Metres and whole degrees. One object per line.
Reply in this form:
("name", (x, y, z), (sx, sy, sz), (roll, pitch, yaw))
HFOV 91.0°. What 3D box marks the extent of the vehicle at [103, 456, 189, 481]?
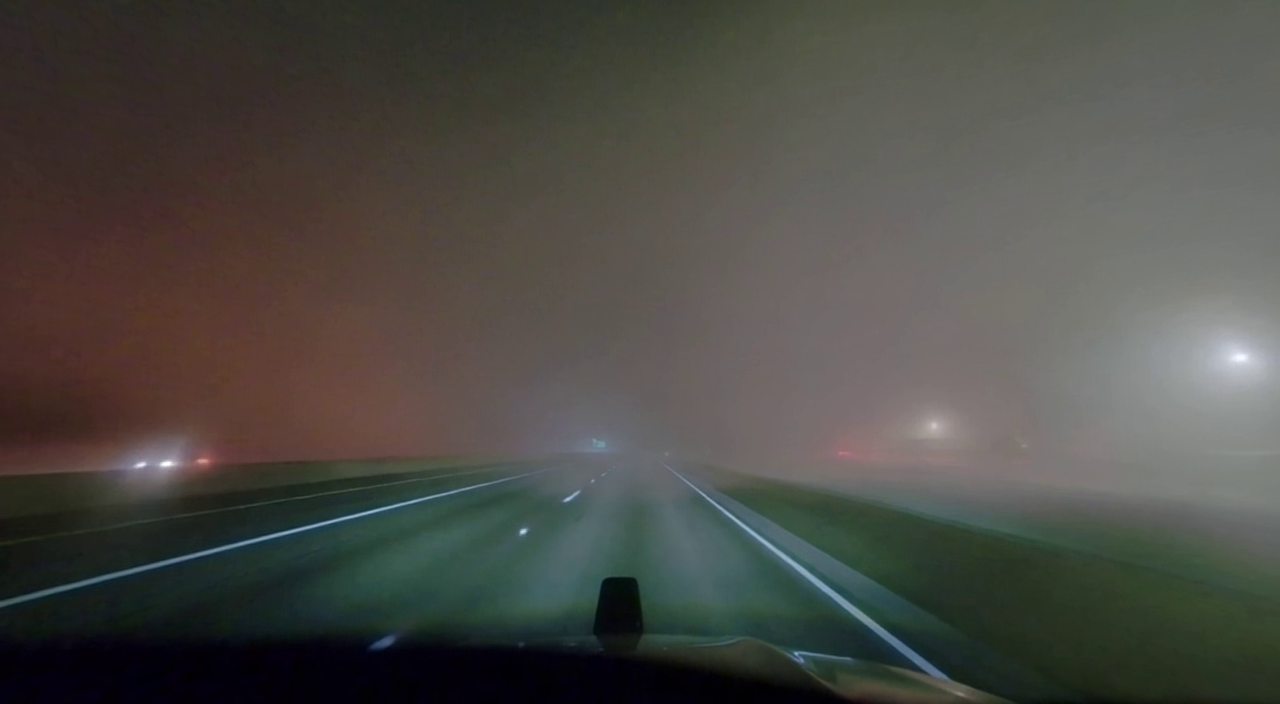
("vehicle", (-32.233, 7.593, 41.297), (1.933, 1.521, 4.500), (0, -9, 1))
